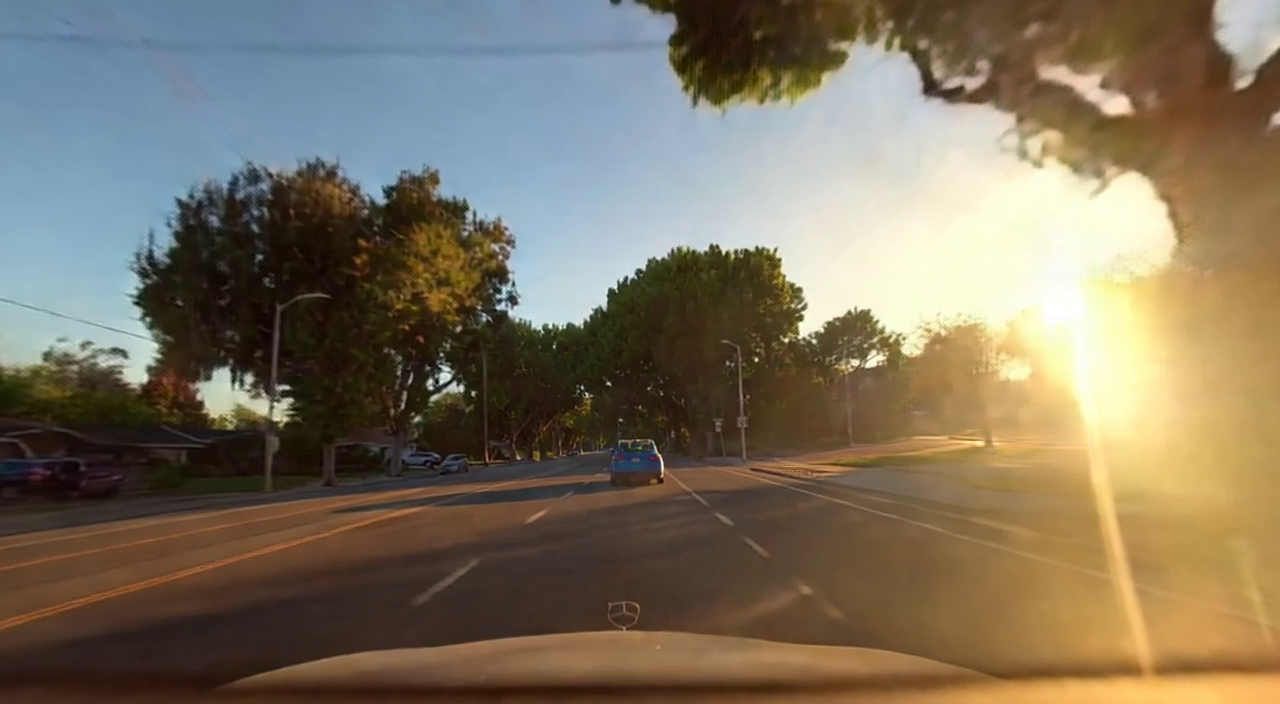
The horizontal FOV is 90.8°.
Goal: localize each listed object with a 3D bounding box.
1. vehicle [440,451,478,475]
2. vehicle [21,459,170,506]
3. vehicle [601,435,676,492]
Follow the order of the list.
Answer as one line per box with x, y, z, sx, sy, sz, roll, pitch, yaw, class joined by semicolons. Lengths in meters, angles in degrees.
-13.962;8.528;48.839;1.900;1.596;4.142;-4;-8;-3;vehicle
-21.881;5.246;25.518;4.241;1.500;1.956;-4;-8;0;vehicle
-0.070;3.578;20.600;2.181;1.639;4.127;0;-8;-1;vehicle
